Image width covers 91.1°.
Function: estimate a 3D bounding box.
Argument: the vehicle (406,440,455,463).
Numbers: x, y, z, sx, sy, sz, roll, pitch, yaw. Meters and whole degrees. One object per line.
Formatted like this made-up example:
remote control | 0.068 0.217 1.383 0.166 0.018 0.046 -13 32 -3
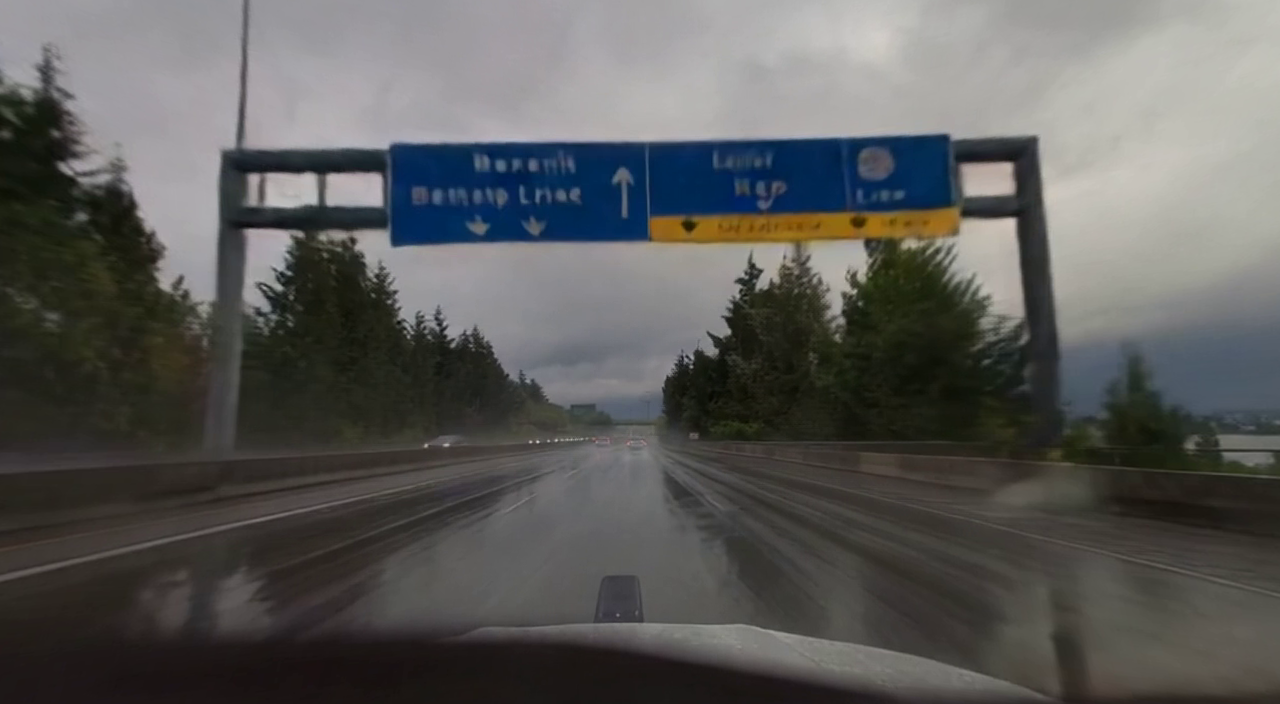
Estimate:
vehicle | -13.814 6.547 41.727 1.837 1.423 4.162 0 -8 0
